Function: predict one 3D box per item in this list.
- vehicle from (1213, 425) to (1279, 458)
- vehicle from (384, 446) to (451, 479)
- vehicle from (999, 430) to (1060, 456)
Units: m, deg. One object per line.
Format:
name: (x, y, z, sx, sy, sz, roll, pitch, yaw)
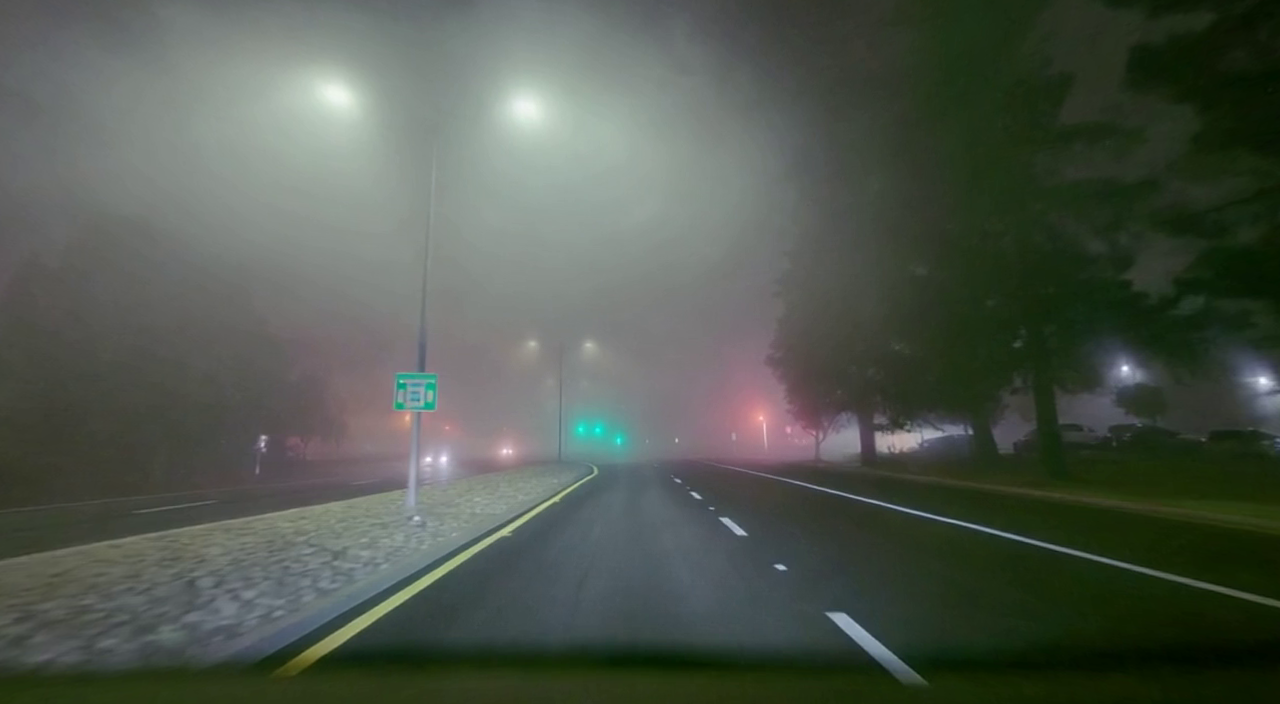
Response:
vehicle: (43.189, 6.328, 44.600, 4.681, 2.103, 2.302, 6, -9, -26)
vehicle: (-11.334, 5.640, 32.596, 2.032, 1.480, 4.591, 0, -8, -3)
vehicle: (28.309, 6.627, 45.866, 4.634, 1.789, 2.149, 7, -11, -38)
